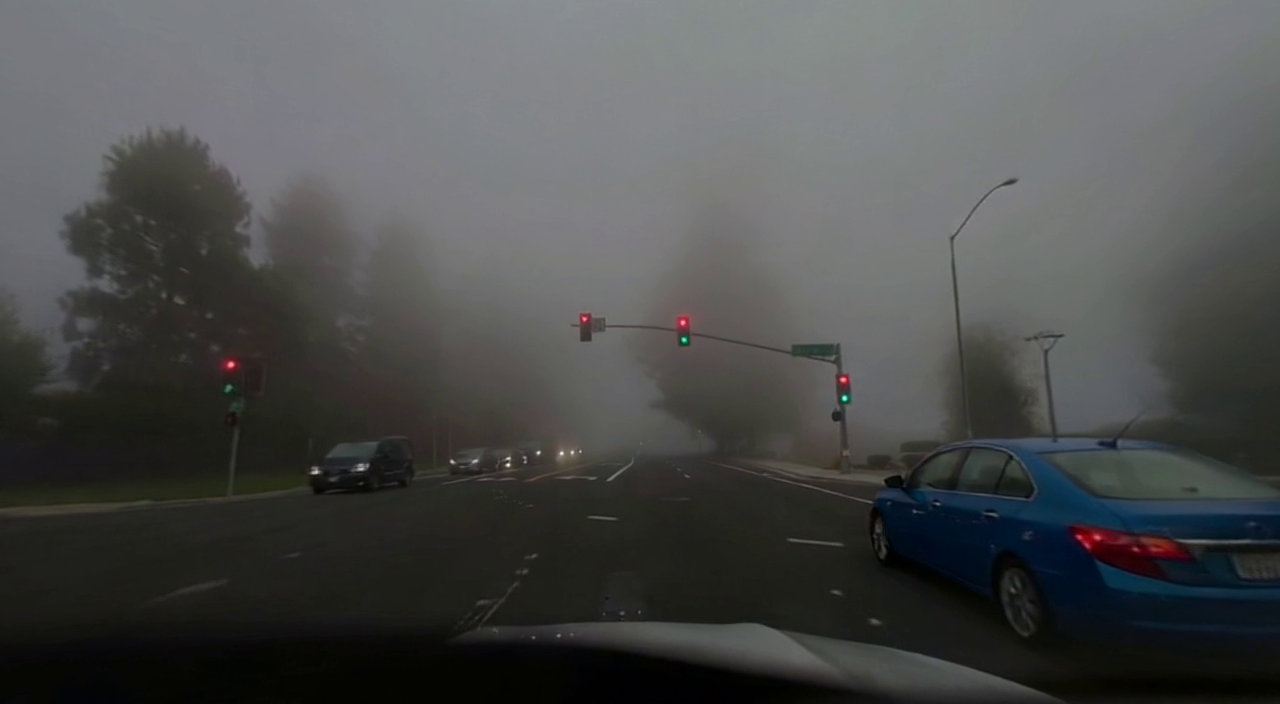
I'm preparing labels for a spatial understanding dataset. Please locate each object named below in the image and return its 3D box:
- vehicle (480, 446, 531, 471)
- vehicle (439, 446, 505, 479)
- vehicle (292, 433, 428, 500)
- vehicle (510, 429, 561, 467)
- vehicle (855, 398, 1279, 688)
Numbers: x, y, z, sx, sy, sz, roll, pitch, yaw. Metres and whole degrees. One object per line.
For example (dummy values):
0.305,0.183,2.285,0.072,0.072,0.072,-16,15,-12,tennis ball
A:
-8.489,6.763,40.310,2.190,1.455,4.516,0,-8,1,vehicle
-8.185,5.405,31.302,1.906,1.468,4.686,0,-8,1,vehicle
-8.714,3.570,20.245,2.130,1.874,4.691,0,-8,1,vehicle
-8.054,7.440,49.504,2.617,2.736,6.621,-1,-8,2,vehicle
3.886,1.374,5.908,2.129,1.581,4.780,0,-8,1,vehicle
